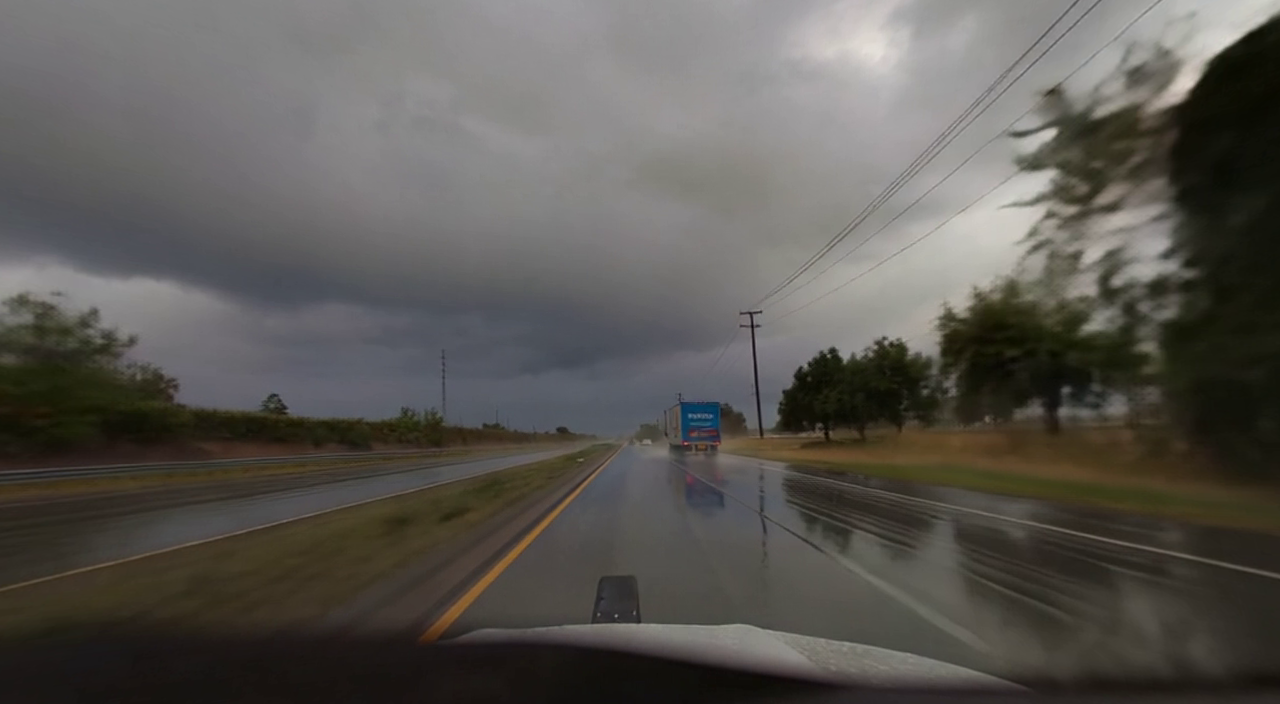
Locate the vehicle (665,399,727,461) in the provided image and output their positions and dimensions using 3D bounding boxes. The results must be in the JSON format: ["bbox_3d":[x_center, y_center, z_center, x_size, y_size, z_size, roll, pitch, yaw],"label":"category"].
[{"bbox_3d":[3.506,5.281,41.968,3.037,3.672,9.136,0,-8,-1],"label":"vehicle"}]
